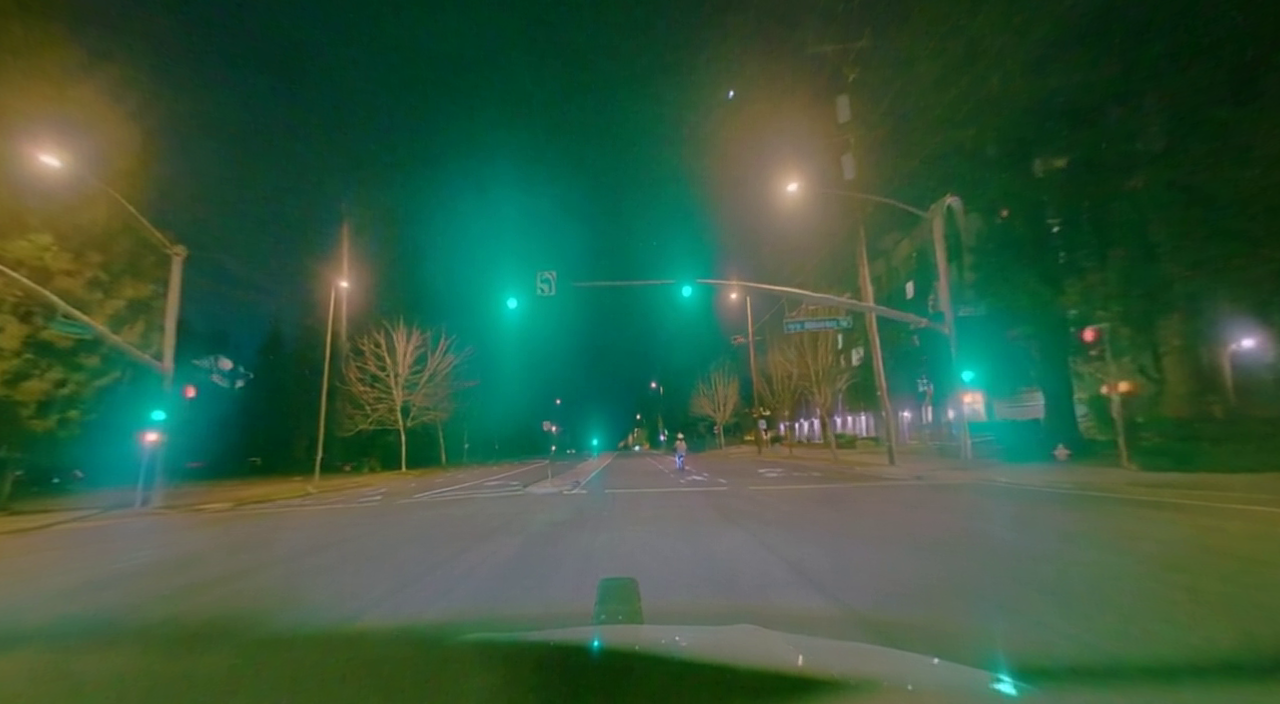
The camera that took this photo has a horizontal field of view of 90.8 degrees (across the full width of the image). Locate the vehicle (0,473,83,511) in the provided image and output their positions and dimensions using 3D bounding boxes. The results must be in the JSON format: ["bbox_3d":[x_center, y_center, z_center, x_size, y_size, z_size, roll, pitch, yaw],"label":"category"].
[{"bbox_3d":[-28.915,6.546,29.779,1.974,1.457,4.248,1,-9,-11],"label":"vehicle"}]
